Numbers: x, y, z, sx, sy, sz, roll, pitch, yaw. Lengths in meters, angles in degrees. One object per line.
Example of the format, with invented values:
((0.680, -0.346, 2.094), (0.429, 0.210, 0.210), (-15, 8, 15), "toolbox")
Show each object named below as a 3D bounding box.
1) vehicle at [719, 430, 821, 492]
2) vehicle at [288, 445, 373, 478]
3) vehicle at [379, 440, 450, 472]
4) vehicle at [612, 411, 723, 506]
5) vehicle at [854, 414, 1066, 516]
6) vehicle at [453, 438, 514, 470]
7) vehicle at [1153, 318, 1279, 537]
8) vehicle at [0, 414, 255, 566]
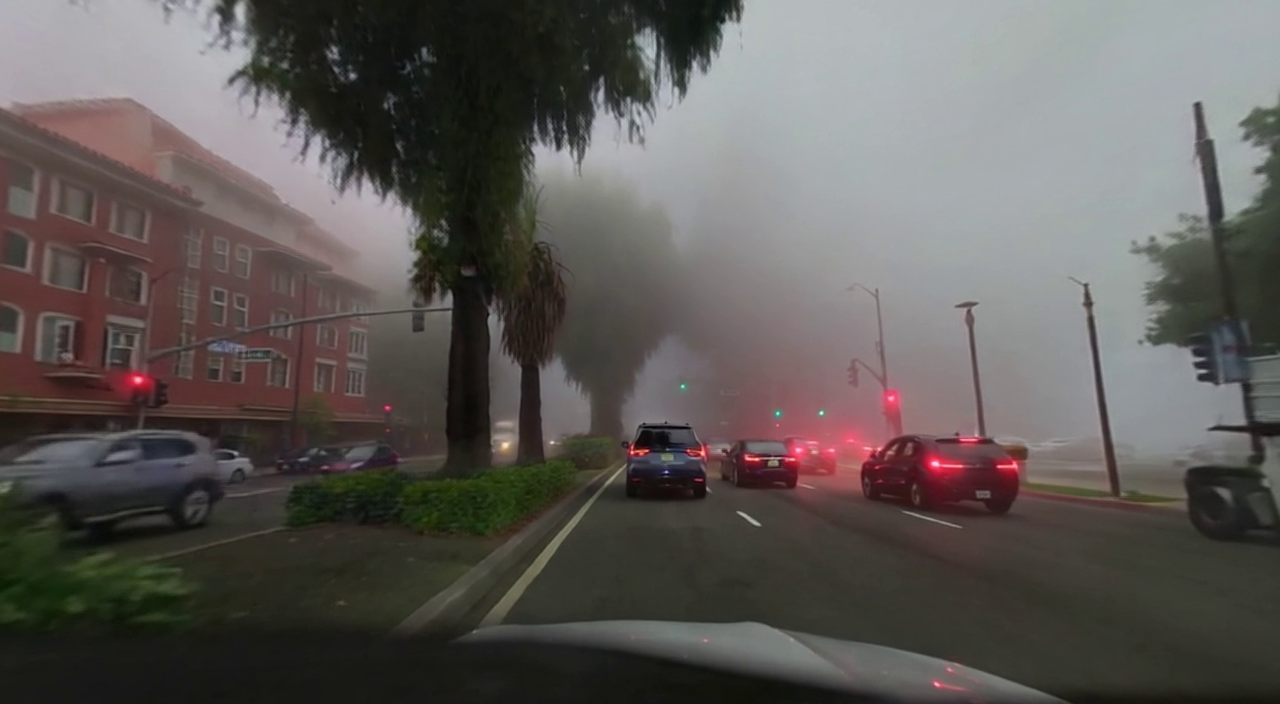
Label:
((3.989, 3.453, 20.363), (2.283, 1.738, 4.916), (0, -9, 0), "vehicle")
((-15.103, 5.361, 31.097), (1.858, 1.465, 4.368), (-1, -9, 2), "vehicle")
((-11.374, 5.288, 32.139), (2.011, 1.520, 3.902), (-1, -9, 3), "vehicle")
((0.634, 2.807, 16.919), (2.487, 2.115, 5.444), (0, -9, 1), "vehicle")
((7.189, 2.625, 15.079), (2.215, 1.973, 5.323), (0, -9, 0), "vehicle")
((-8.065, 5.301, 32.900), (1.937, 1.530, 4.107), (-1, -9, 3), "vehicle")
((10.296, 0.961, 8.022), (2.663, 3.061, 5.602), (-2, -4, -1), "vehicle")
((-8.317, 1.918, 9.443), (2.050, 1.725, 4.677), (0, -9, 1), "vehicle")
